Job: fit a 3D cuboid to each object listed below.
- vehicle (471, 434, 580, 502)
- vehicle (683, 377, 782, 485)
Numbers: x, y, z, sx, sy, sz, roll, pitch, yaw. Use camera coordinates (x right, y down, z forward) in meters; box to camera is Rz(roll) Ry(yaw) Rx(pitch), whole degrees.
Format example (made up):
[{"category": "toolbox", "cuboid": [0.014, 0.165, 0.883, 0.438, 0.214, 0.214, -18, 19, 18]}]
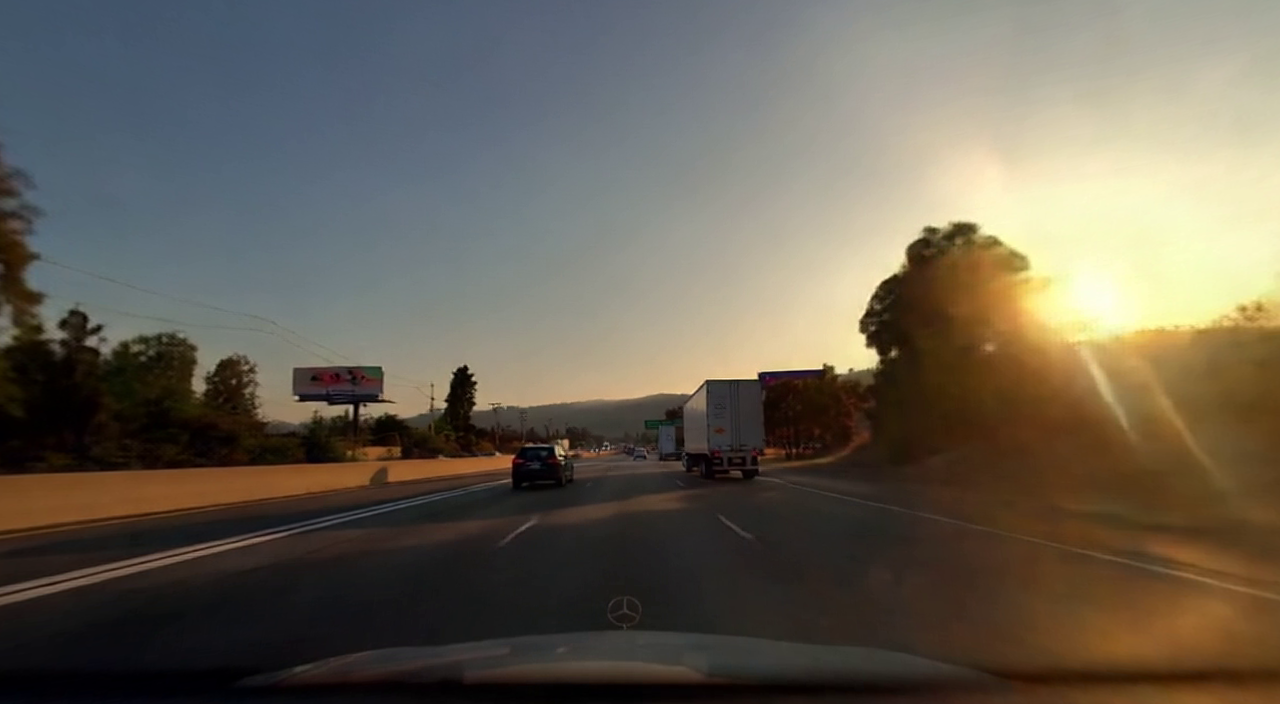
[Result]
[{"category": "vehicle", "cuboid": [-3.299, 3.469, 19.320, 2.291, 1.788, 4.825, 0, -9, 1]}, {"category": "vehicle", "cuboid": [4.161, 4.214, 32.174, 2.826, 4.269, 14.176, 0, -9, 0]}]
